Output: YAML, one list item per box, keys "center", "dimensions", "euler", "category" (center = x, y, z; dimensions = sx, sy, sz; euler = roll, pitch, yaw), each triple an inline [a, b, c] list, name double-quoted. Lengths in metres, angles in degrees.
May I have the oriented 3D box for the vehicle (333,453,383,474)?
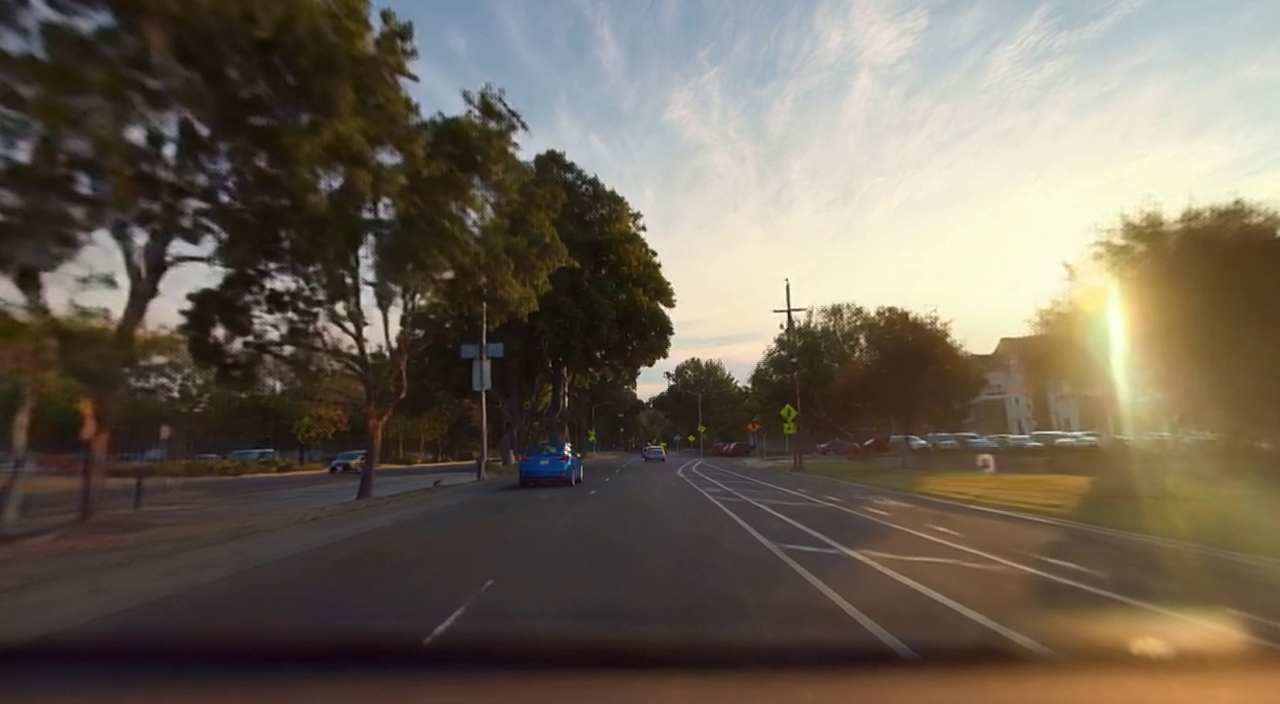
- center: [-22.033, 8.701, 49.411]
  dimensions: [1.848, 1.498, 4.270]
  euler: [0, -8, 1]
  category: "vehicle"

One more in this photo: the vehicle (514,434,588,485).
- center: [-3.385, 4.171, 24.845]
  dimensions: [2.150, 1.812, 4.423]
  euler: [0, -8, 1]
  category: "vehicle"
